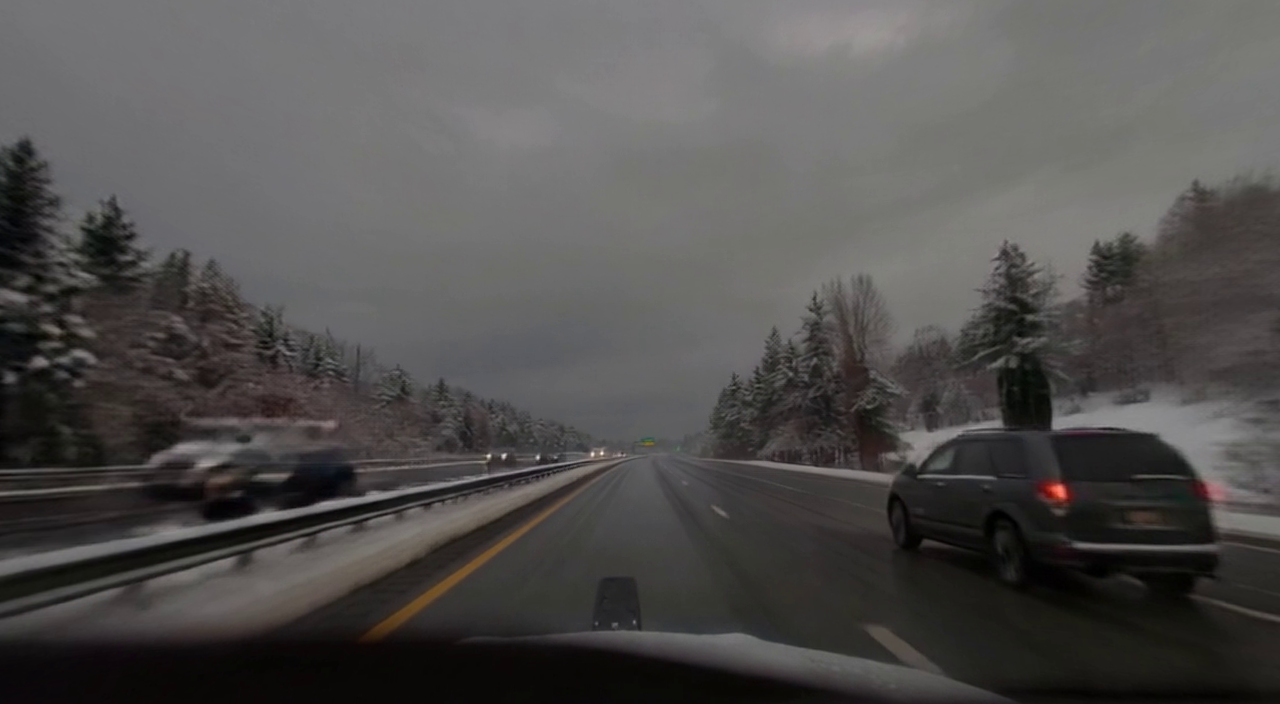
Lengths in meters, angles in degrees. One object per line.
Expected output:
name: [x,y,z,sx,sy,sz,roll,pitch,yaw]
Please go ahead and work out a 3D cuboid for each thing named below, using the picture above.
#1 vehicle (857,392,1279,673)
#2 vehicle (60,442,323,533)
vehicle: [4.063,1.436,6.168,2.089,1.660,4.729,0,-9,-1]
vehicle: [-8.794,2.672,12.987,2.063,1.512,4.610,0,-9,0]
